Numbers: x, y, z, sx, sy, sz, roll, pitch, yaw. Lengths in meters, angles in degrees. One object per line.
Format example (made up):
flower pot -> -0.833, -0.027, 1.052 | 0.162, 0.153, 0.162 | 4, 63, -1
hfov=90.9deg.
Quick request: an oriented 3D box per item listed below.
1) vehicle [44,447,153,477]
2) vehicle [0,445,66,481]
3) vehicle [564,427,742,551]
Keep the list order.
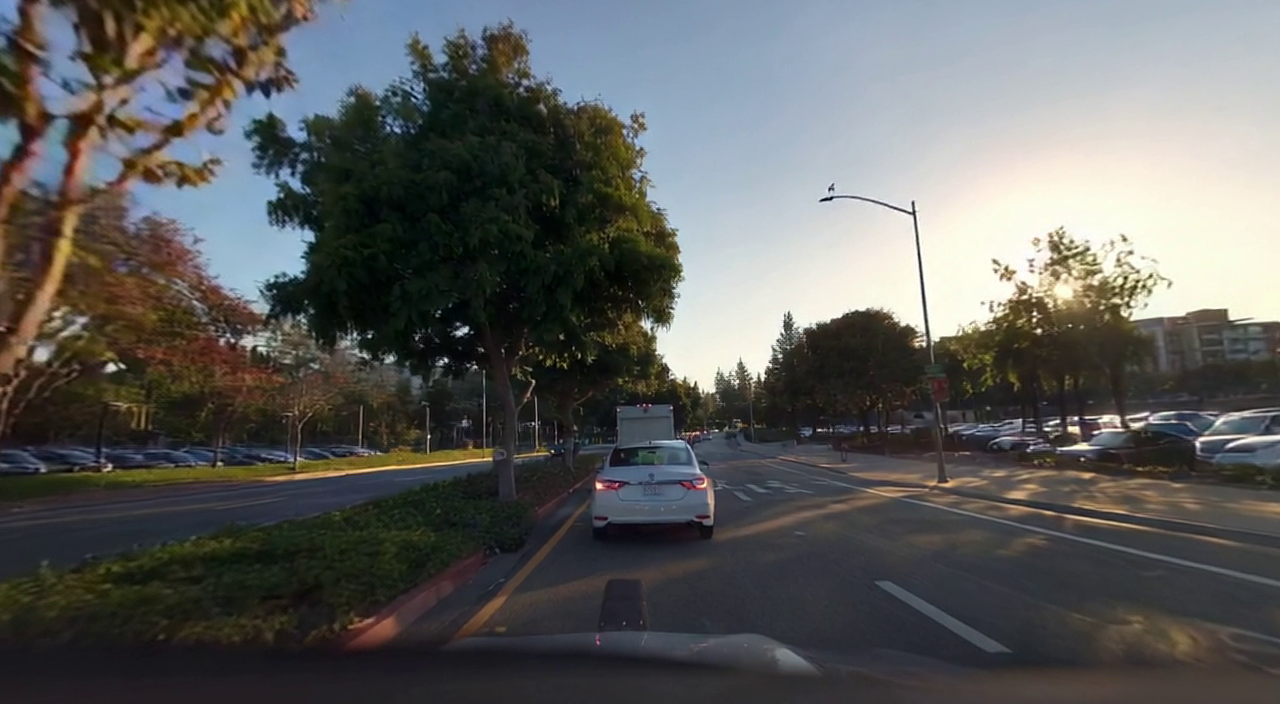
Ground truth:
vehicle -> -30.083, 6.097, 35.128 | 4.342, 1.621, 1.967 | -1, -8, 4
vehicle -> -30.299, 5.309, 29.882 | 4.266, 1.600, 1.877 | -3, -8, -2
vehicle -> 0.112, 1.911, 9.514 | 2.093, 1.442, 3.977 | 0, -8, -1
